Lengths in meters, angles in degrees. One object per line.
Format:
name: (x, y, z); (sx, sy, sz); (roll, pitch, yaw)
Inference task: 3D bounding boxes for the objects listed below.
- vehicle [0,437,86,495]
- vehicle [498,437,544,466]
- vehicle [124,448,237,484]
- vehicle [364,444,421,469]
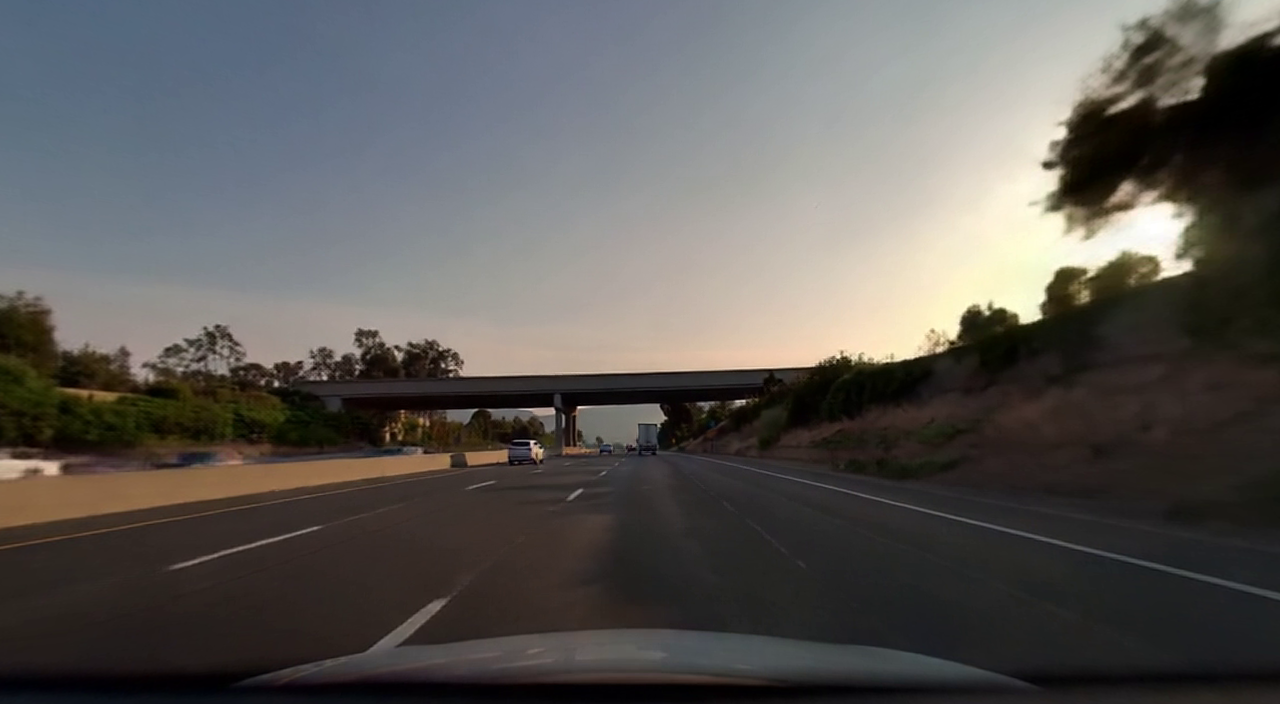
vehicle: (-27.828, 4.985, 28.021); (2.482, 2.376, 4.101); (0, -8, 1)
vehicle: (-7.255, 6.114, 38.879); (1.981, 1.685, 4.171); (0, -8, 1)
vehicle: (-23.742, 5.879, 32.903); (2.050, 1.656, 5.131); (0, -8, -1)
vehicle: (-16.276, 6.841, 41.680); (1.892, 1.523, 4.514); (0, -8, 1)
